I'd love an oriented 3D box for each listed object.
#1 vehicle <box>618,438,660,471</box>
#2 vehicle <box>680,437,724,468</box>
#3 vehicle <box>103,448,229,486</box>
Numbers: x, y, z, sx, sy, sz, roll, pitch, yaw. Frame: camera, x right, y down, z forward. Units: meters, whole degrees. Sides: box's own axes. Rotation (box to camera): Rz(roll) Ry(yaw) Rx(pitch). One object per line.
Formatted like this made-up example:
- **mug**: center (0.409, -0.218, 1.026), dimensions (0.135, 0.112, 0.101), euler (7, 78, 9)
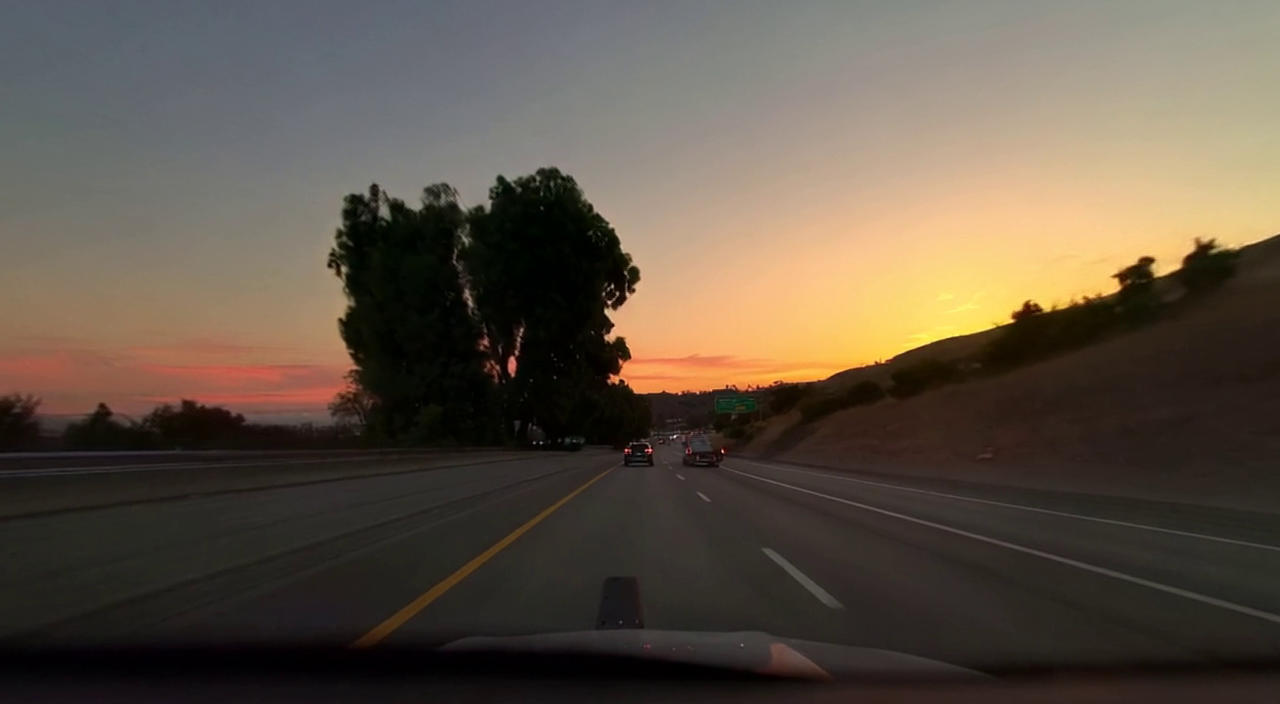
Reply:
- **vehicle**: center (-0.021, 5.535, 34.046), dimensions (2.142, 1.664, 4.076), euler (0, -9, 1)
- **vehicle**: center (3.840, 6.305, 39.565), dimensions (2.269, 1.839, 4.554), euler (0, -9, 0)
- **vehicle**: center (-21.054, 5.095, 28.268), dimensions (1.937, 1.522, 4.707), euler (0, -9, 1)
